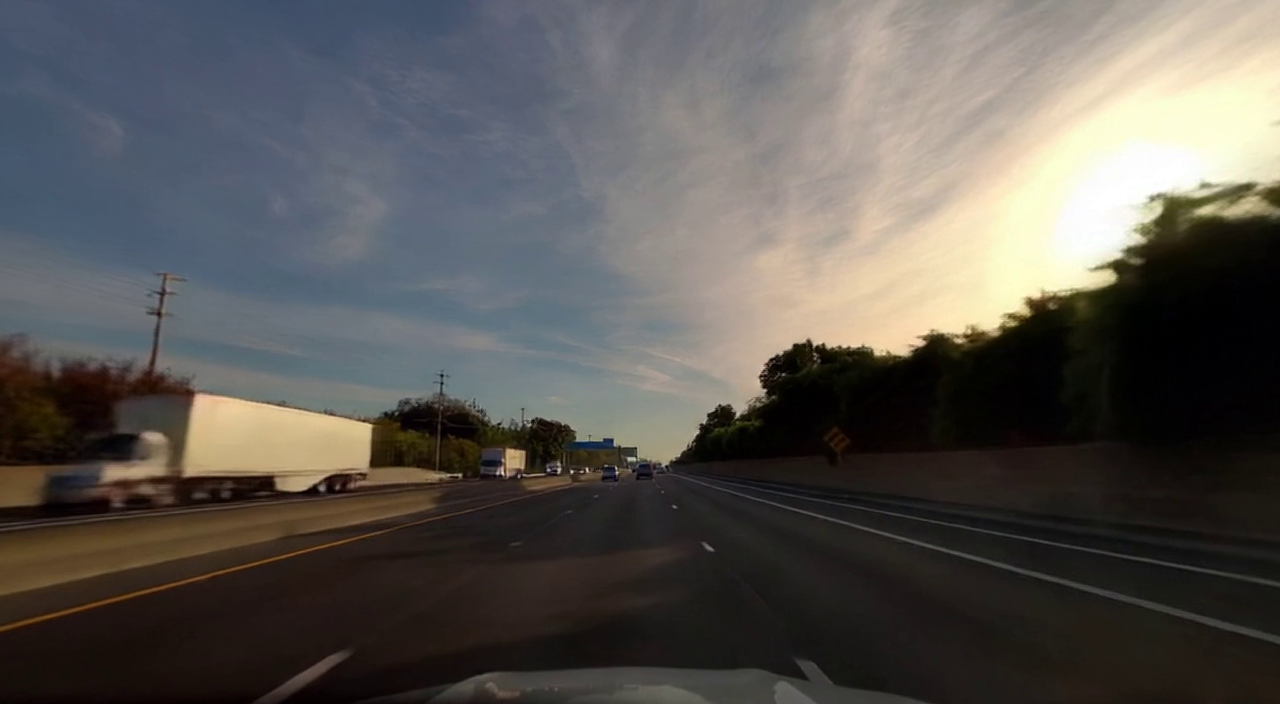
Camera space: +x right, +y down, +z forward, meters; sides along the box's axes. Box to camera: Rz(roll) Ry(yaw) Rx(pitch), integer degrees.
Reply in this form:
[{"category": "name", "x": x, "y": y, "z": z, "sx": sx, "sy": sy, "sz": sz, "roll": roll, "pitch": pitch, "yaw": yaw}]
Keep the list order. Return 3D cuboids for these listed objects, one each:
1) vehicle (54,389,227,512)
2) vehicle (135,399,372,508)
[{"category": "vehicle", "x": -17.096, "y": 3.441, "z": 21.877, "sx": 2.964, "sy": 3.880, "sz": 3.101, "roll": 1, "pitch": -11, "yaw": 1}, {"category": "vehicle", "x": -16.953, "y": 4.896, "z": 29.660, "sx": 2.806, "sy": 3.974, "sz": 12.703, "roll": 1, "pitch": -11, "yaw": 1}]
